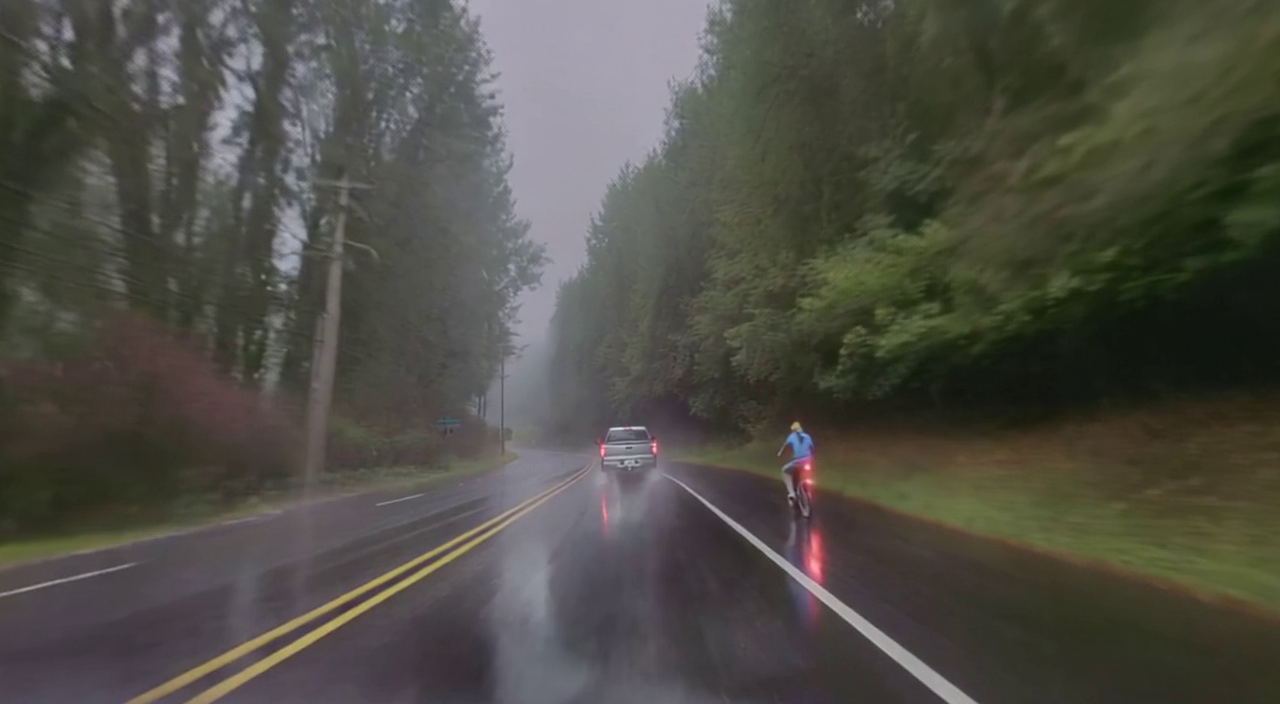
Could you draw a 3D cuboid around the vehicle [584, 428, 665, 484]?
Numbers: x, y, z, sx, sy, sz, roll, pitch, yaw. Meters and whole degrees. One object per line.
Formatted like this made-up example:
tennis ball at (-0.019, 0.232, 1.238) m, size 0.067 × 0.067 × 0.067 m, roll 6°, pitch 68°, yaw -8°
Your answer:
vehicle at (-0.647, 3.798, 23.332) m, size 2.631 × 1.798 × 5.331 m, roll 0°, pitch -8°, yaw -3°
